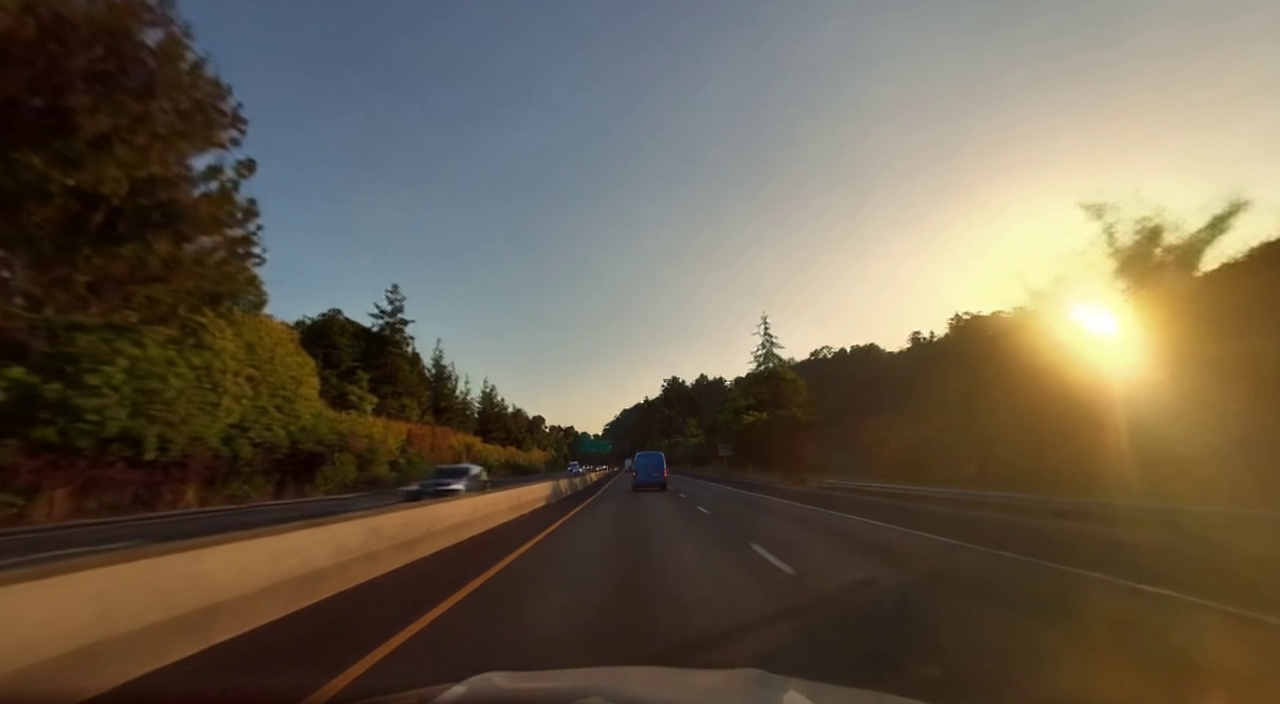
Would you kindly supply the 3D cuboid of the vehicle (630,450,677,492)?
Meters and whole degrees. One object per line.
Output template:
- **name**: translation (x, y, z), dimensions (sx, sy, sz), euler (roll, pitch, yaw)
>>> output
- **vehicle**: translation (0.699, 6.737, 35.744), dimensions (2.429, 2.167, 4.558), euler (1, -11, -1)

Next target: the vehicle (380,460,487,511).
- **vehicle**: translation (-7.861, 5.153, 24.613), dimensions (2.509, 1.758, 4.648), euler (1, -11, 1)
